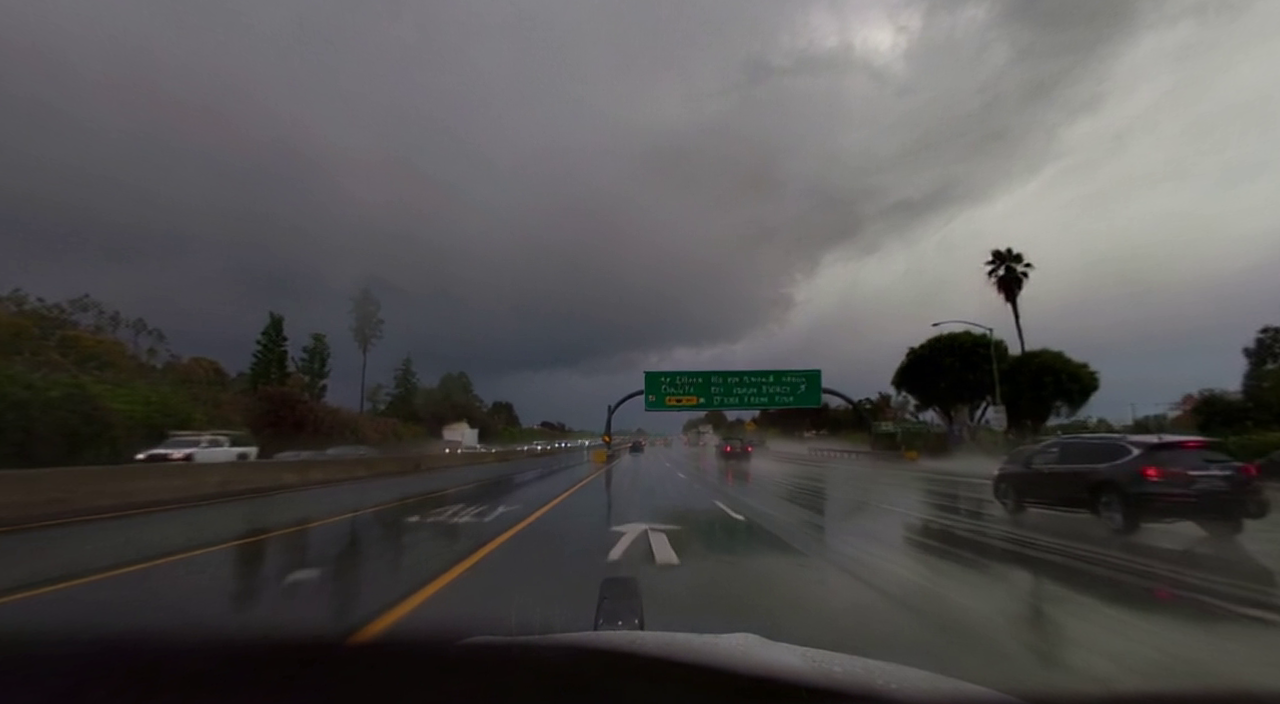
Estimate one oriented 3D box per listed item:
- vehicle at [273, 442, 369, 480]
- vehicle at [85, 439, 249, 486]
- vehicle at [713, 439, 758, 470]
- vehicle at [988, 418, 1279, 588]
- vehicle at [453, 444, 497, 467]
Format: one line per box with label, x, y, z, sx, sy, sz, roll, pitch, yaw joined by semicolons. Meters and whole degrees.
vehicle;-15.980;5.450;31.876;2.306;1.760;4.877;0;-8;0
vehicle;-23.127;5.422;31.387;2.620;2.052;7.153;0;-8;0
vehicle;5.553;6.031;37.131;2.035;1.704;3.867;0;-8;0
vehicle;6.829;1.789;8.323;1.902;1.623;4.360;0;-8;0
vehicle;-12.305;7.744;47.292;1.946;1.614;4.913;0;-8;1
